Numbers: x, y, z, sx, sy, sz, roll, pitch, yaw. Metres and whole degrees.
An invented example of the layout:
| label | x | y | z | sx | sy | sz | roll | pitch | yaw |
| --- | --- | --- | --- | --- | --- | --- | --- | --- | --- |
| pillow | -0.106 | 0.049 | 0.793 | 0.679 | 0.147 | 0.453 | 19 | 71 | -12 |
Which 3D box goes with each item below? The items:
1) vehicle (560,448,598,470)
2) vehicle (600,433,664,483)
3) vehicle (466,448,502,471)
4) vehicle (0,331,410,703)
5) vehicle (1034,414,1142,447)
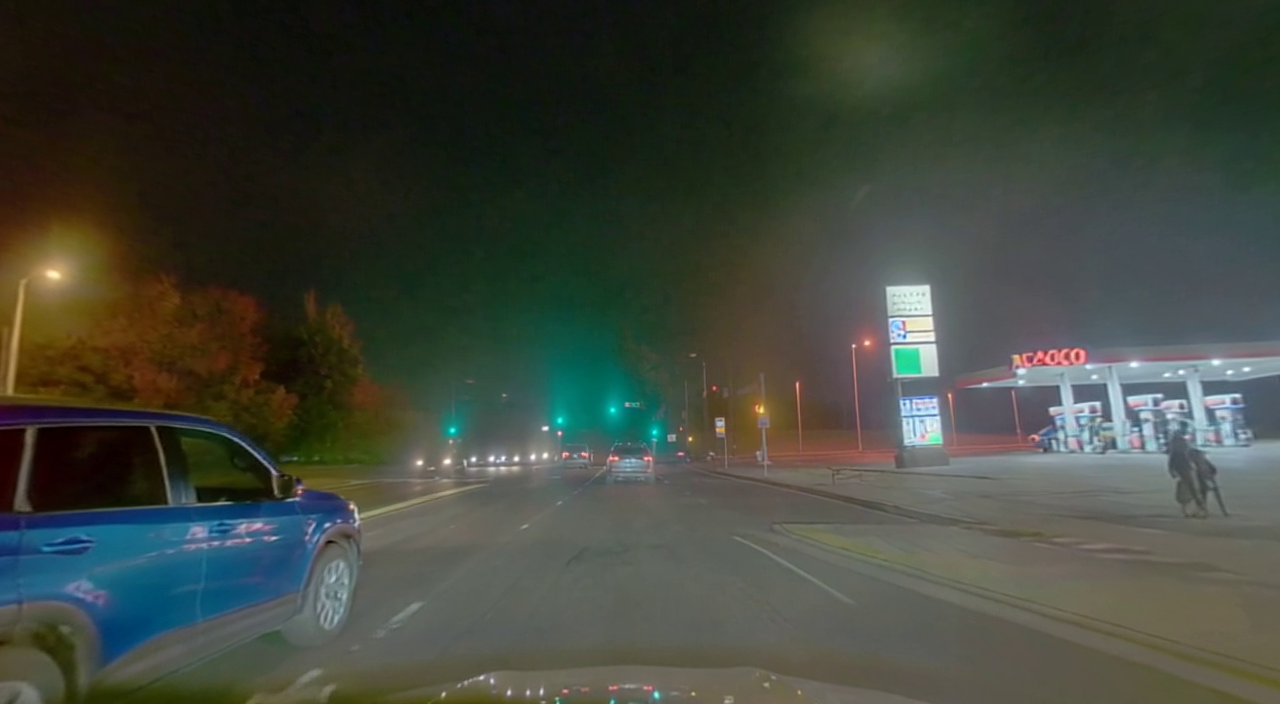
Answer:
| label | x | y | z | sx | sy | sz | roll | pitch | yaw |
| --- | --- | --- | --- | --- | --- | --- | --- | --- | --- |
| vehicle | -4.185 | 7.424 | 43.963 | 2.192 | 1.458 | 4.594 | 0 | -9 | 0 |
| vehicle | -0.389 | 4.667 | 28.039 | 2.552 | 1.999 | 5.498 | 0 | -9 | -2 |
| vehicle | -12.182 | 8.439 | 49.405 | 1.943 | 1.643 | 4.167 | -1 | -8 | -3 |
| vehicle | -3.295 | 1.032 | 3.568 | 2.247 | 1.734 | 4.919 | 0 | -9 | -2 |
| vehicle | 27.738 | 4.894 | 39.093 | 5.102 | 1.893 | 2.120 | 0 | -9 | -2 |
